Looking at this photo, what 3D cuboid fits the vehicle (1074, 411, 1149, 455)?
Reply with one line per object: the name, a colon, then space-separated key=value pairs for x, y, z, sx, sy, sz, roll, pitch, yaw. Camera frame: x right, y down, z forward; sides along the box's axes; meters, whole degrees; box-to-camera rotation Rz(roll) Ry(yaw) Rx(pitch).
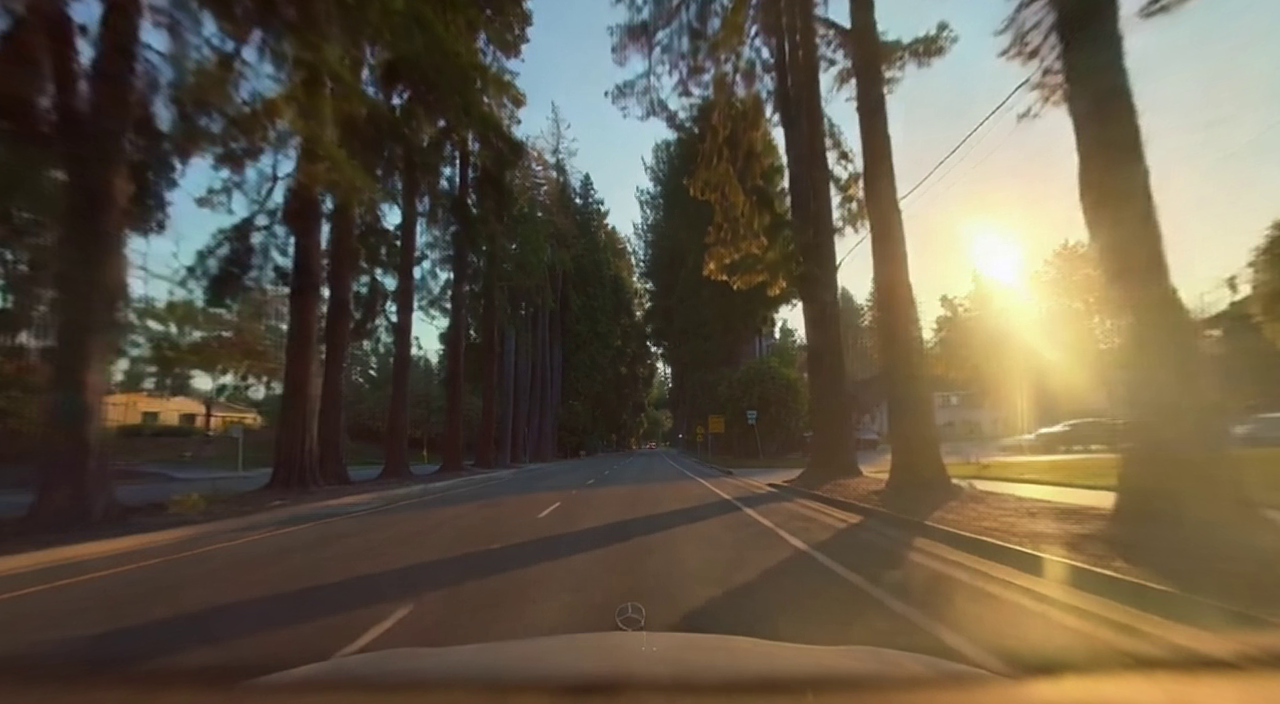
vehicle: x=21.858 y=3.803 z=29.399 sx=1.889 sy=1.853 sz=4.207 roll=-4 pitch=-9 yaw=25
